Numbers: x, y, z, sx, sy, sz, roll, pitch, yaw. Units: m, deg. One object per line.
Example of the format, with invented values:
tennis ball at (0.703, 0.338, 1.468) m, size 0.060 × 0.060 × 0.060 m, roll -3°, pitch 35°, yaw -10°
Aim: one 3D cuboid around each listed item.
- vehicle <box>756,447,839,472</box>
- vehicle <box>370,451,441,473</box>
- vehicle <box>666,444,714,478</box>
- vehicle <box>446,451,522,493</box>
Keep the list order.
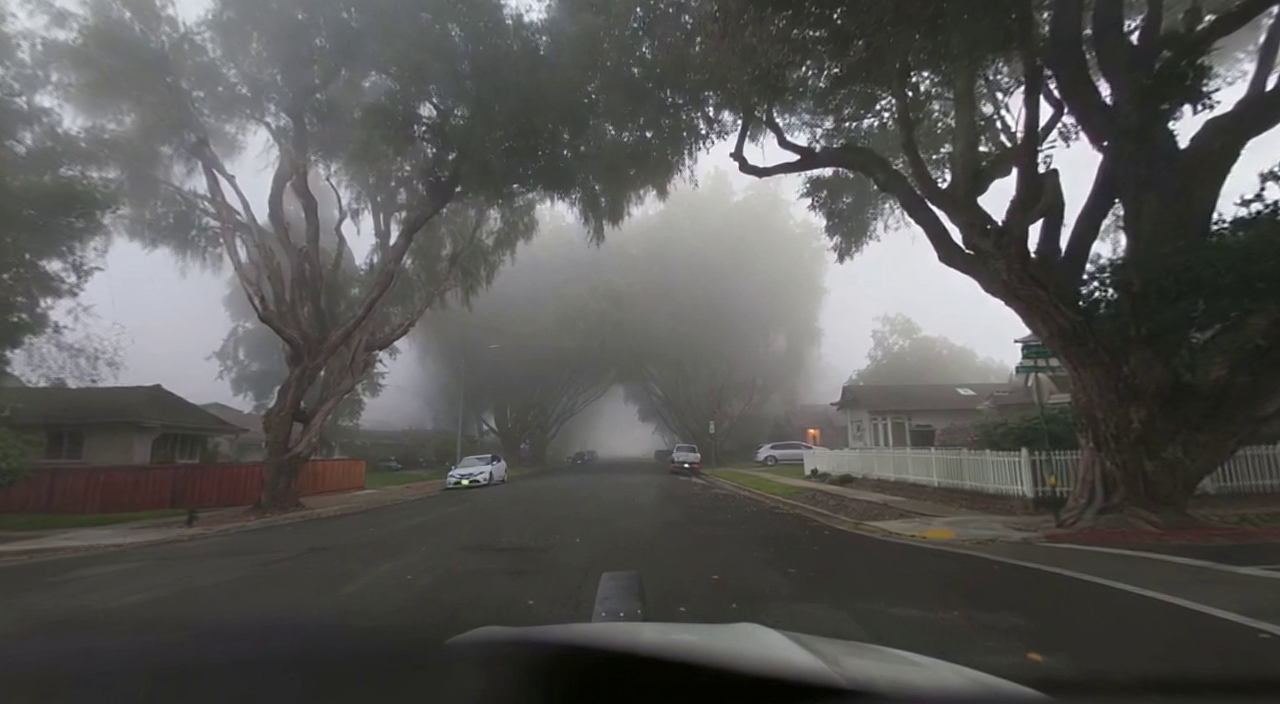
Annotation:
vehicle at (10.203, 7.010, 41.204) m, size 5.041 × 1.486 × 1.969 m, roll -2°, pitch -9°, yaw 9°
vehicle at (-16.570, 7.765, 44.803) m, size 4.276 × 1.463 × 1.832 m, roll -1°, pitch -8°, yaw 6°
vehicle at (2.894, 6.438, 37.737) m, size 2.241 × 1.875 × 5.059 m, roll 0°, pitch -8°, yaw -2°
vehicle at (-6.616, 5.127, 27.335) m, size 2.099 × 1.399 × 4.357 m, roll -4°, pitch -7°, yaw 1°
